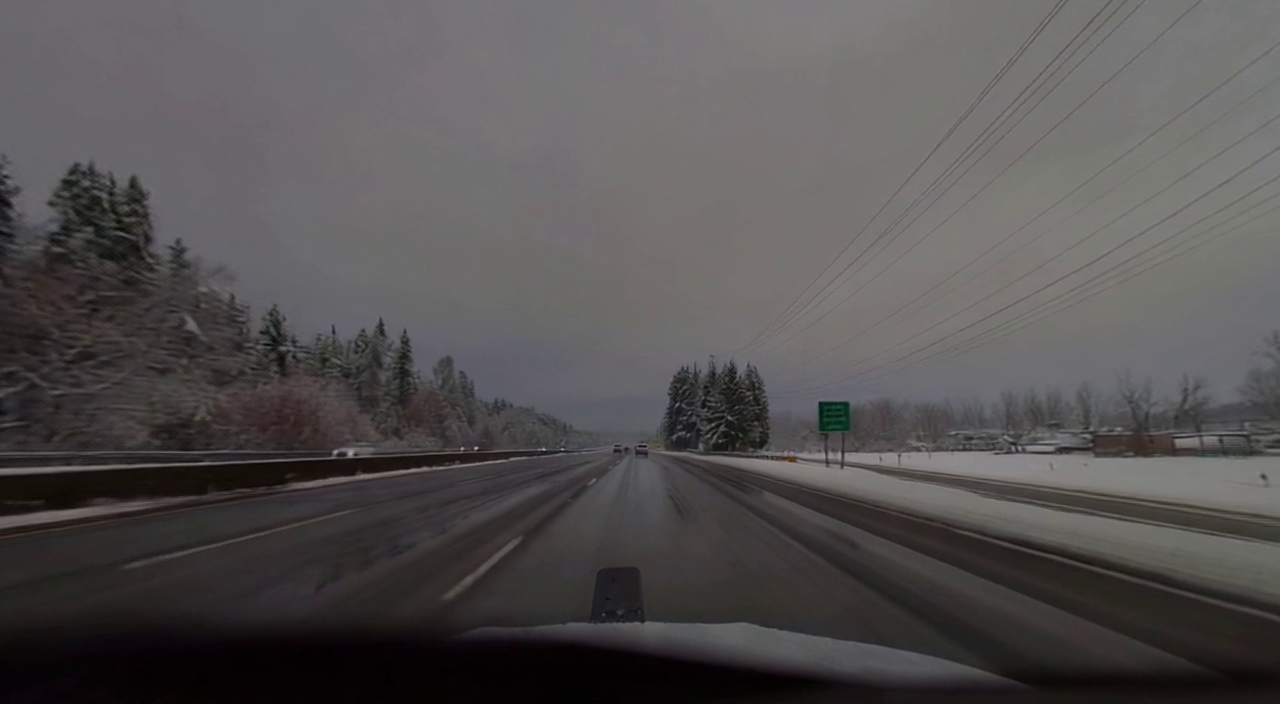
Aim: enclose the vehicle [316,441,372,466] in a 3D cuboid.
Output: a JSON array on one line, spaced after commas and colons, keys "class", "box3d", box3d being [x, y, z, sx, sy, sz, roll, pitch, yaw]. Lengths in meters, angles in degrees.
[{"class": "vehicle", "box3d": [-21.780, 7.477, 46.717, 1.889, 1.672, 4.483, 0, -8, 1]}]
